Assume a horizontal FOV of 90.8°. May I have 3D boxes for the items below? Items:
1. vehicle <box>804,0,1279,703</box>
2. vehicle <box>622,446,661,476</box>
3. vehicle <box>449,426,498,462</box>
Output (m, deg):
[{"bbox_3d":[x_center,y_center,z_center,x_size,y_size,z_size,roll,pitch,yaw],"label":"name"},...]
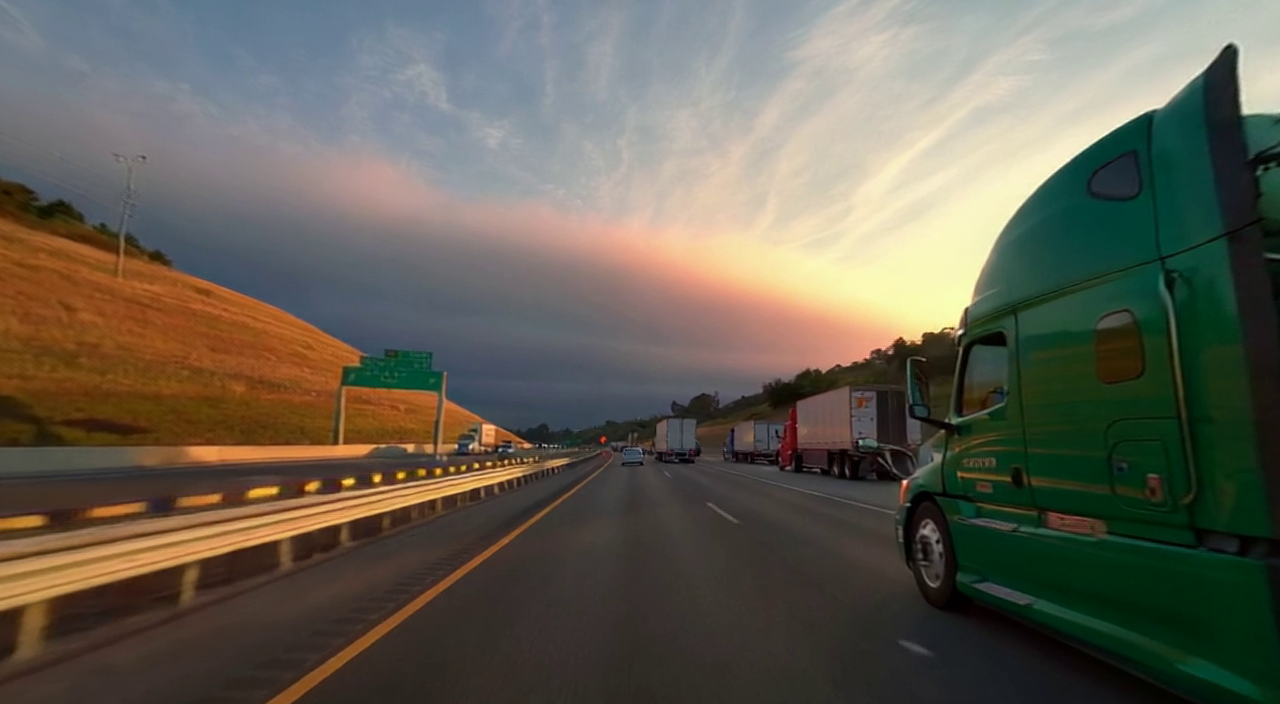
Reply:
[{"bbox_3d":[3.662,0.171,4.988,2.990,3.934,6.180,0,-9,0],"label":"vehicle"},{"bbox_3d":[0.026,5.680,33.071,1.927,1.437,3.794,0,-9,-1],"label":"vehicle"},{"bbox_3d":[-13.067,7.309,49.958,2.278,2.621,5.863,0,-9,-1],"label":"vehicle"}]
